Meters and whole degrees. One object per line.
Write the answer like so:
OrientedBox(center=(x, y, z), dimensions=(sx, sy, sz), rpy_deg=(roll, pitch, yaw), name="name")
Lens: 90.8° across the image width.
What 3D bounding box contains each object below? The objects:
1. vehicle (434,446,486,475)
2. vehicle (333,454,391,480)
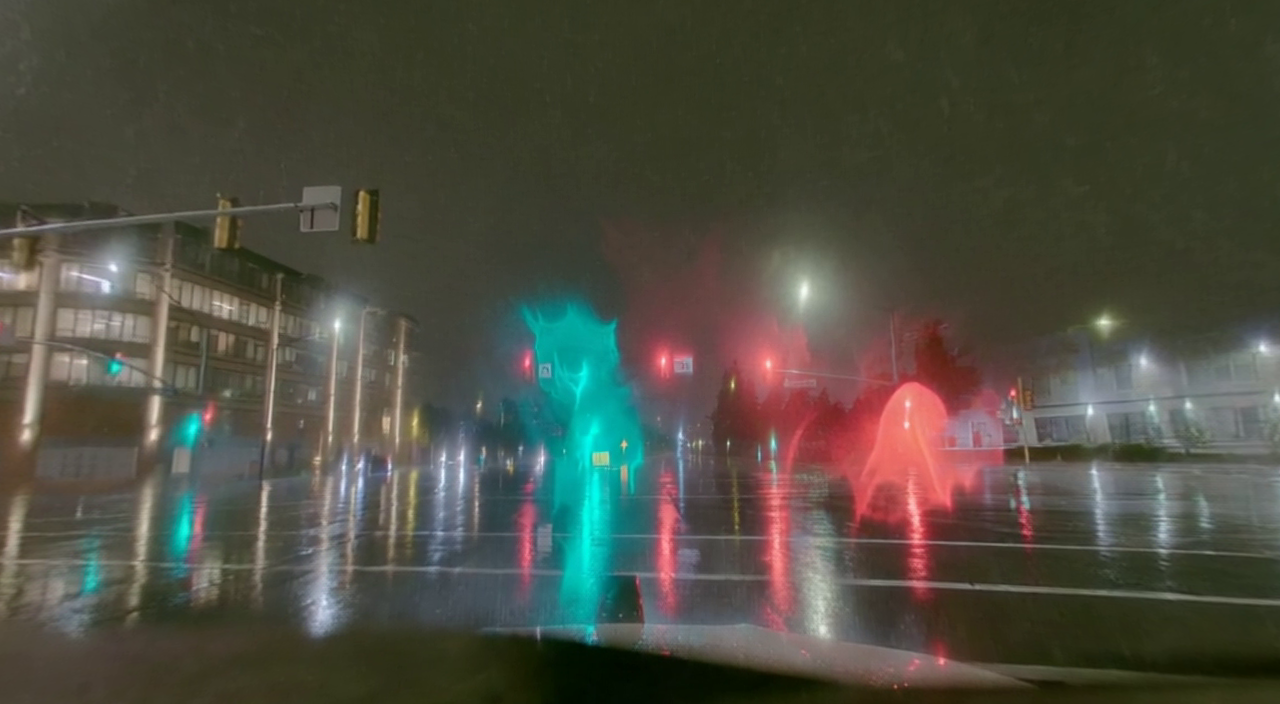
OrientedBox(center=(-12.204, 7.392, 43.235), dimensions=(2.151, 1.847, 4.634), rpy_deg=(0, -9, 1), name="vehicle")
OrientedBox(center=(-18.846, 7.787, 43.058), dimensions=(1.933, 1.664, 4.255), rpy_deg=(0, -9, 1), name="vehicle")
